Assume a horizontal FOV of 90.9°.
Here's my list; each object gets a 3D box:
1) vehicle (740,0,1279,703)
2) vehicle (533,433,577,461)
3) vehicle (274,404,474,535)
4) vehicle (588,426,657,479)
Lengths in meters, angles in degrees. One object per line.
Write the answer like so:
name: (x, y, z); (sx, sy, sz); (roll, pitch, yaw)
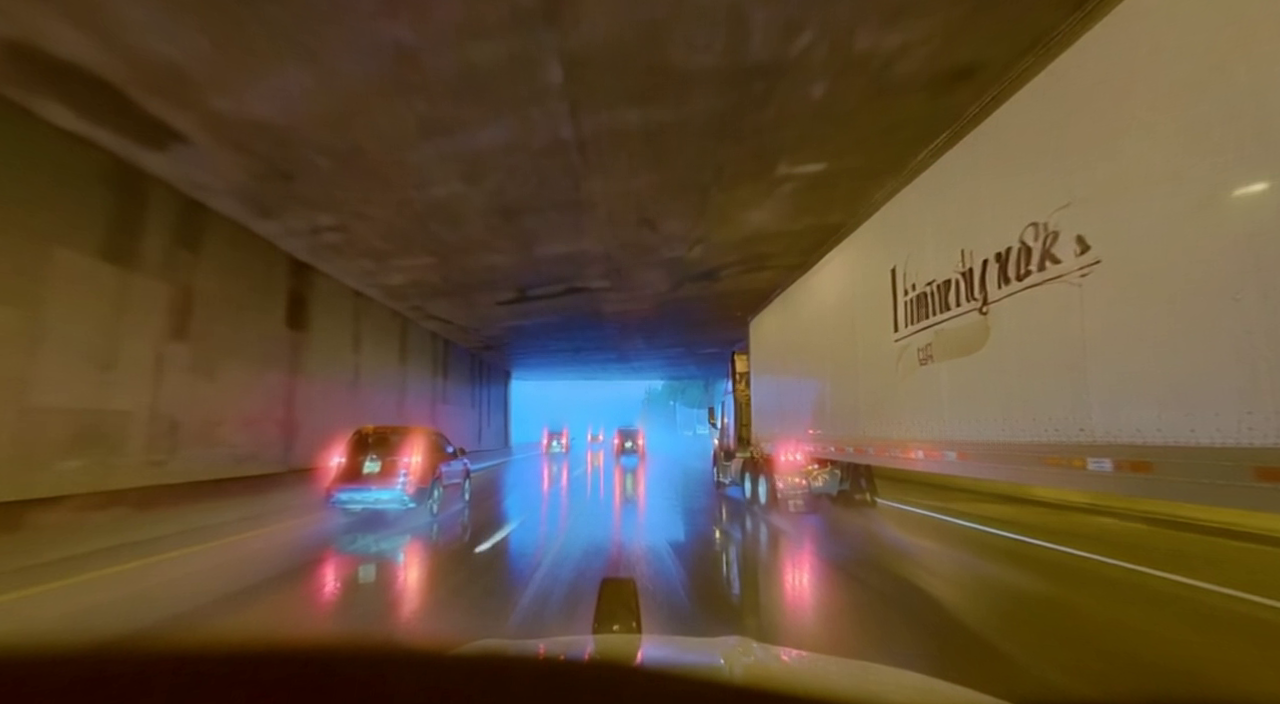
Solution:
vehicle: (3.728, 0.136, 6.296); (2.842, 4.108, 14.081); (0, -8, -1)
vehicle: (-4.720, 5.362, 35.693); (2.019, 1.435, 4.317); (0, -8, -2)
vehicle: (-3.859, 1.735, 9.737); (1.826, 1.695, 2.870); (0, -8, -1)
vehicle: (-0.559, 3.335, 21.084); (2.094, 1.600, 3.666); (0, -8, -1)
